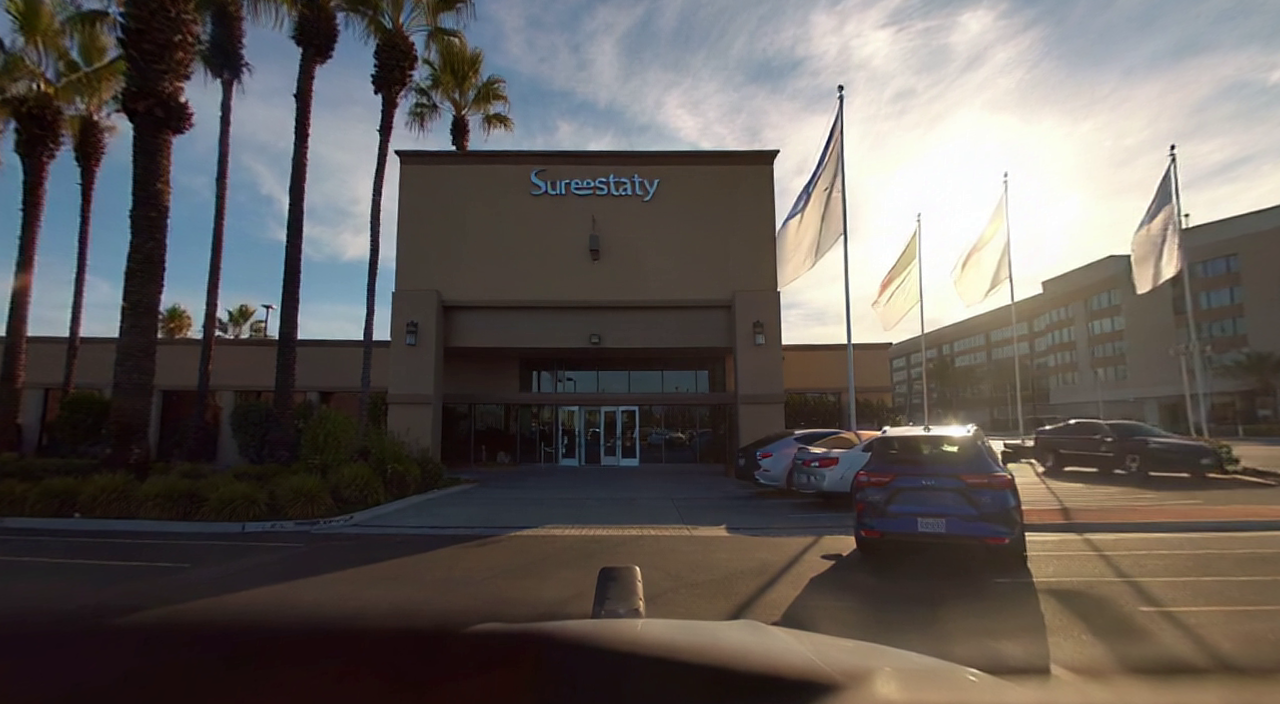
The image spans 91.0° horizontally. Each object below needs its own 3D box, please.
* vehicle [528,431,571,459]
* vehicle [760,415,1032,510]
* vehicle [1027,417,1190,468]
[{"bbox_3d":[-6.611,6.808,46.346,1.943,1.890,4.472,-3,-7,7],"label":"vehicle"},{"bbox_3d":[4.887,2.180,12.586,4.567,1.723,1.926,0,-8,0],"label":"vehicle"},{"bbox_3d":[19.656,3.898,26.929,2.357,1.921,5.999,0,-8,0],"label":"vehicle"}]
